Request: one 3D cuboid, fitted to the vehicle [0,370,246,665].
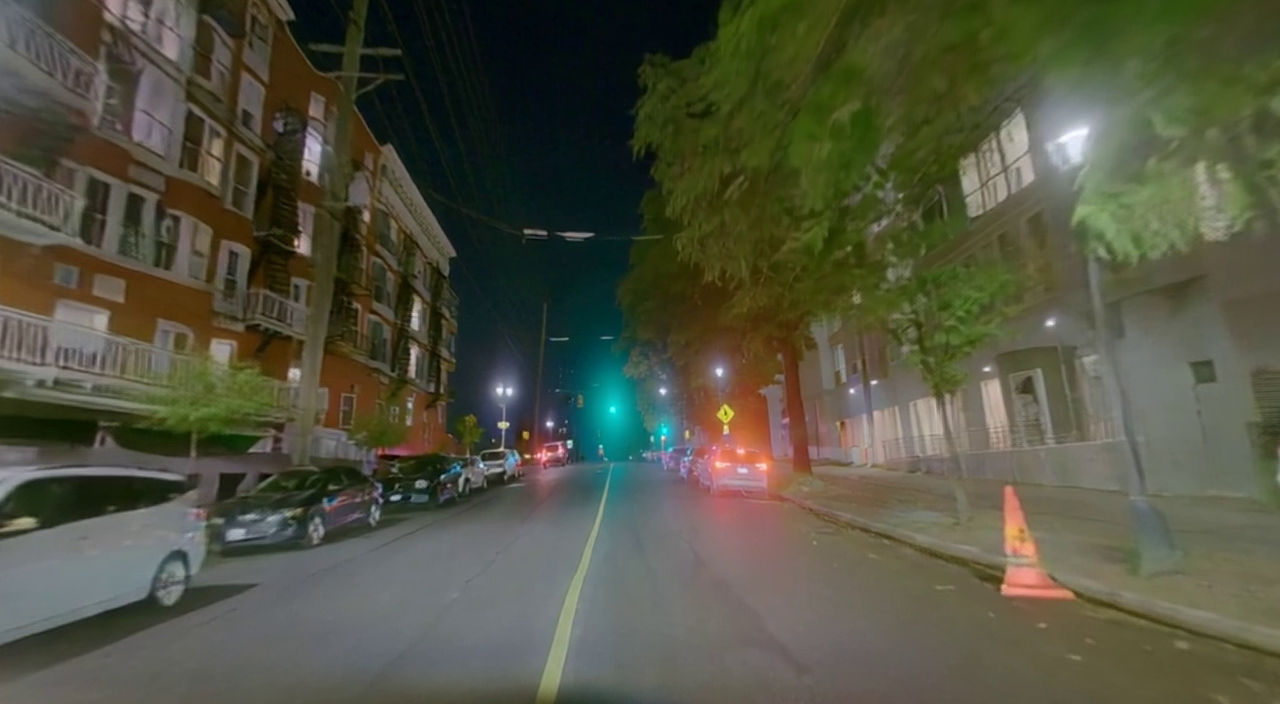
[{"bbox_3d":[-5.757,1.377,5.649,1.894,2.186,3.901,0,-8,-1],"label":"vehicle"}]

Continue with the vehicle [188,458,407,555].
[{"bbox_3d":[-6.145,2.820,12.082,1.967,1.483,4.347,1,-10,-4],"label":"vehicle"}]

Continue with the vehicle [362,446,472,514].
[{"bbox_3d":[-6.248,3.565,18.241,1.996,1.695,4.127,1,-8,-5],"label":"vehicle"}]

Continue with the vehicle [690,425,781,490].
[{"bbox_3d":[3.015,3.613,21.075,1.994,1.857,4.393,1,-13,-5],"label":"vehicle"}]
